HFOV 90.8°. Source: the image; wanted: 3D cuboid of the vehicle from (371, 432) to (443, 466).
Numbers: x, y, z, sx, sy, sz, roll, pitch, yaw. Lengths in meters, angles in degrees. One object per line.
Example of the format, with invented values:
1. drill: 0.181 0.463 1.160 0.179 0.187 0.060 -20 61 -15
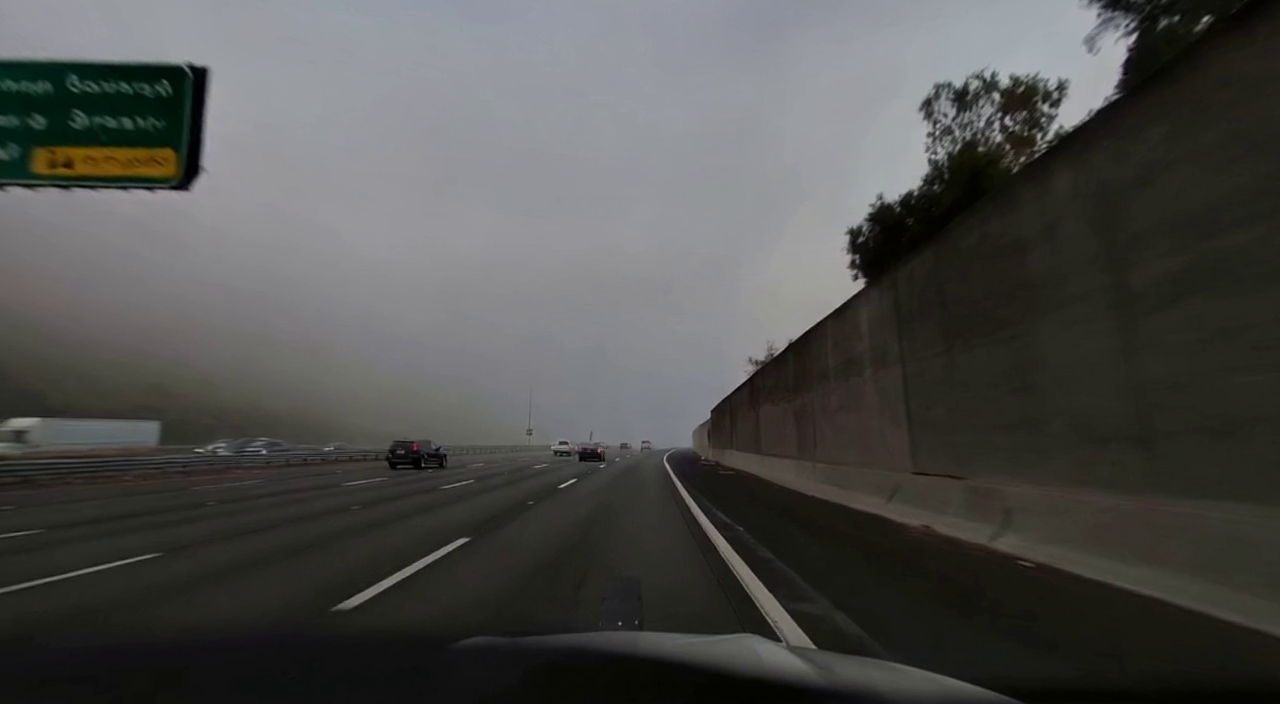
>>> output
1. vehicle: -13.145 5.520 35.926 2.076 1.766 4.831 0 -8 2

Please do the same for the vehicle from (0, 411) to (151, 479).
1. vehicle: -29.571 4.512 30.662 3.067 2.979 10.426 0 -8 2

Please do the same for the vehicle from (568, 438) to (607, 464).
1. vehicle: -3.233 6.158 39.417 1.931 1.492 4.076 0 -8 2
